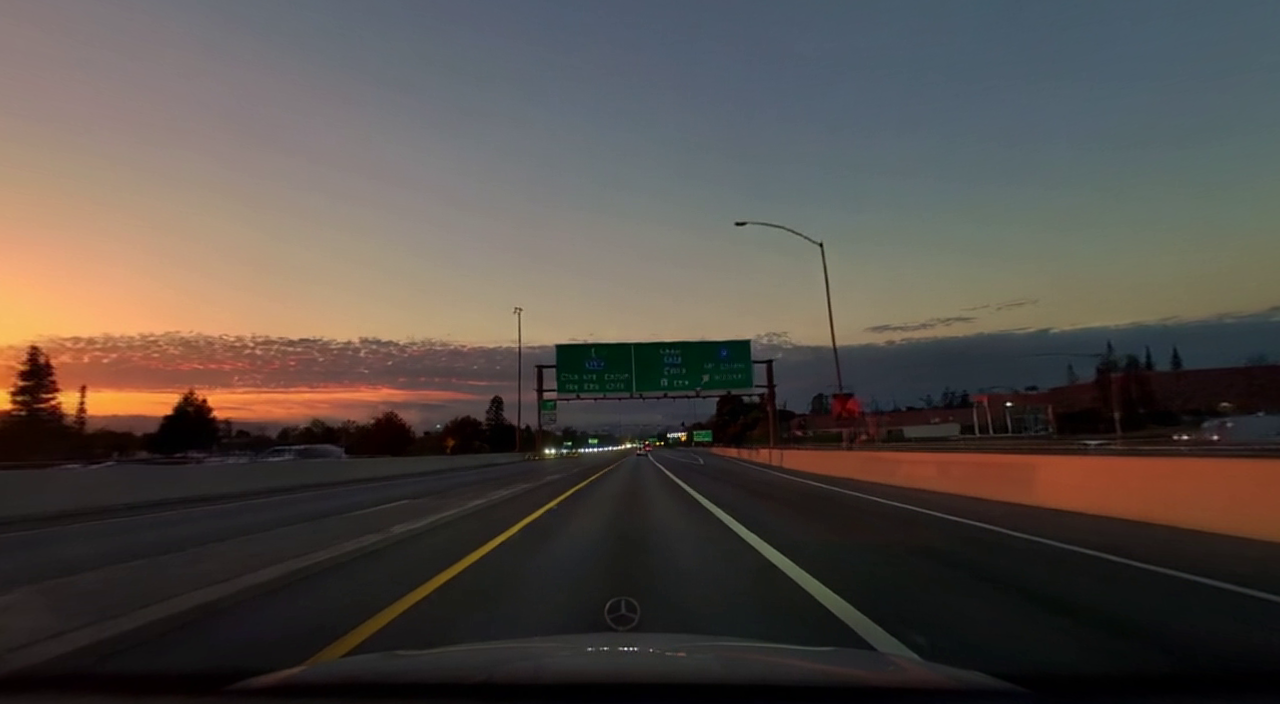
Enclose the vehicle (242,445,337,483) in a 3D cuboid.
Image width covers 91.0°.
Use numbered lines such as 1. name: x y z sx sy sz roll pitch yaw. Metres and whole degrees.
1. vehicle: -17.161 5.497 31.164 1.966 1.707 4.727 0 -9 0
